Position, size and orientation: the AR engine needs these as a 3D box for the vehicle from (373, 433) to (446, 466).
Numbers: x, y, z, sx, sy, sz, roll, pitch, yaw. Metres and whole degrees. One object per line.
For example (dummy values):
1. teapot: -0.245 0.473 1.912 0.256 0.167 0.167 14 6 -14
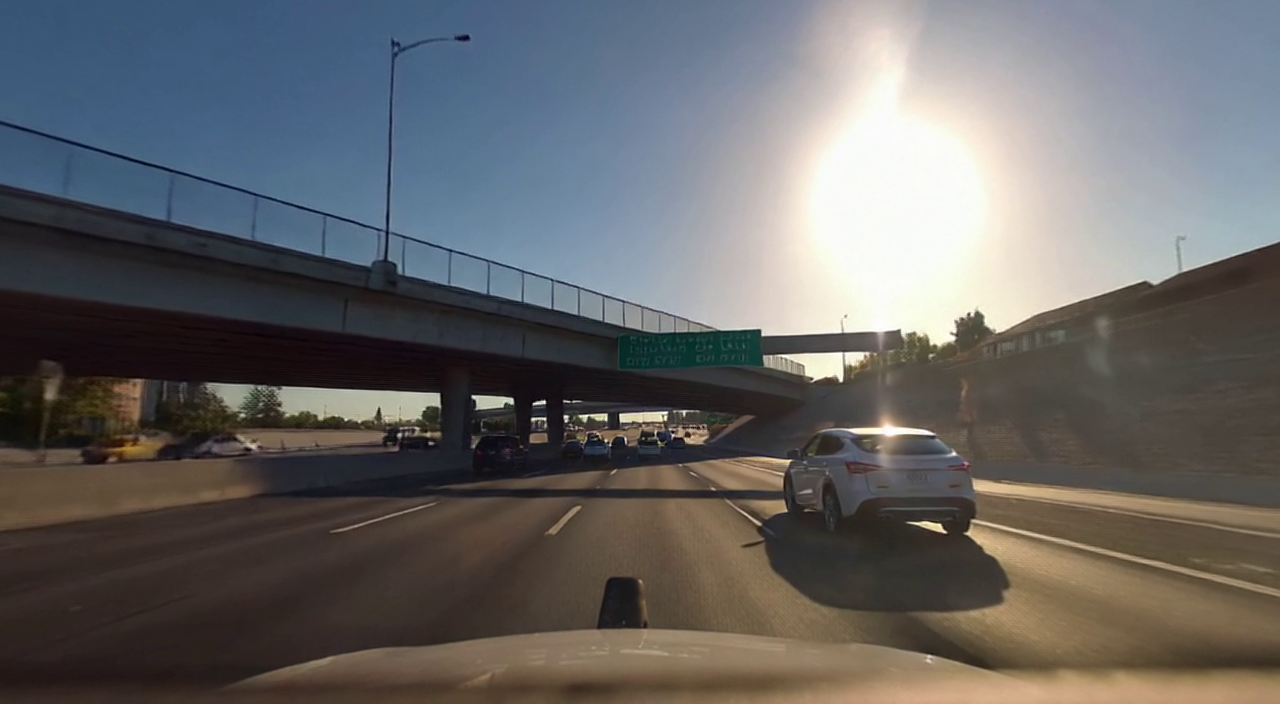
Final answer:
1. vehicle: -12.597 5.372 34.876 2.076 1.701 5.093 0 -8 0

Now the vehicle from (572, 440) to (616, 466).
1. vehicle: -2.615 5.832 36.716 2.205 1.406 4.286 0 -8 1

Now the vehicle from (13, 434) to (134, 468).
1. vehicle: -30.767 5.397 34.492 2.006 1.734 4.849 0 -8 1

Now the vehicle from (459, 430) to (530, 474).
1. vehicle: -6.047 4.187 26.641 1.946 1.688 4.019 0 -8 1

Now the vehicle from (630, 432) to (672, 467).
1. vehicle: 0.594 5.182 33.641 2.133 1.739 3.925 0 -8 1

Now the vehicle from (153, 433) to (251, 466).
1. vehicle: -23.547 5.274 34.142 1.997 1.665 4.414 0 -8 2

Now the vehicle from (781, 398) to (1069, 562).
1. vehicle: 3.708 1.766 9.422 2.083 1.823 4.627 0 -8 -1
